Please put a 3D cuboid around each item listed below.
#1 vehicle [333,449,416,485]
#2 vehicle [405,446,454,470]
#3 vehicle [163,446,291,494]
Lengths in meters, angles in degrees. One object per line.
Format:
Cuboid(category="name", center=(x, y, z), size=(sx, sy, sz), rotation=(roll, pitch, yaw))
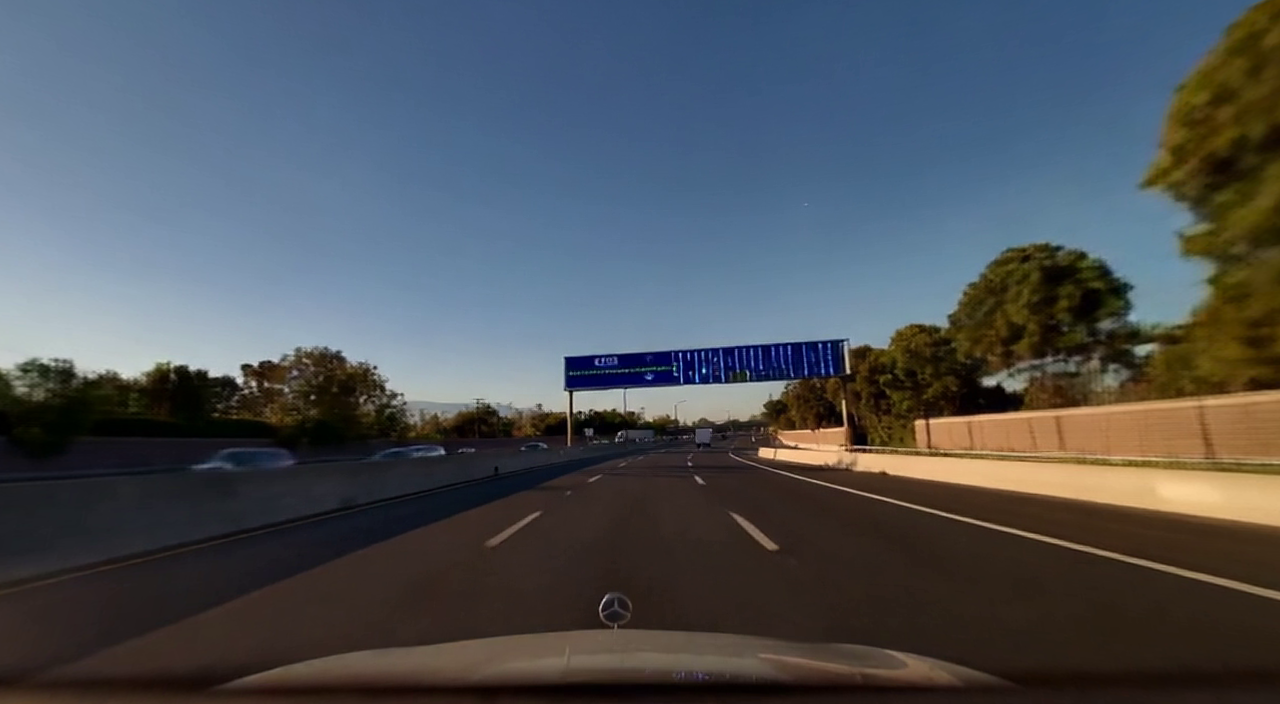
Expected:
Cuboid(category="vehicle", center=(-11.969, 5.201, 28.681), size=(1.934, 1.465, 3.798), rotation=(-1, -8, 3))
Cuboid(category="vehicle", center=(-15.382, 7.733, 46.155), size=(1.905, 1.670, 4.244), rotation=(-1, -8, 3))
Cuboid(category="vehicle", center=(-16.151, 4.591, 24.945), size=(2.038, 1.667, 4.222), rotation=(-1, -8, 3))
